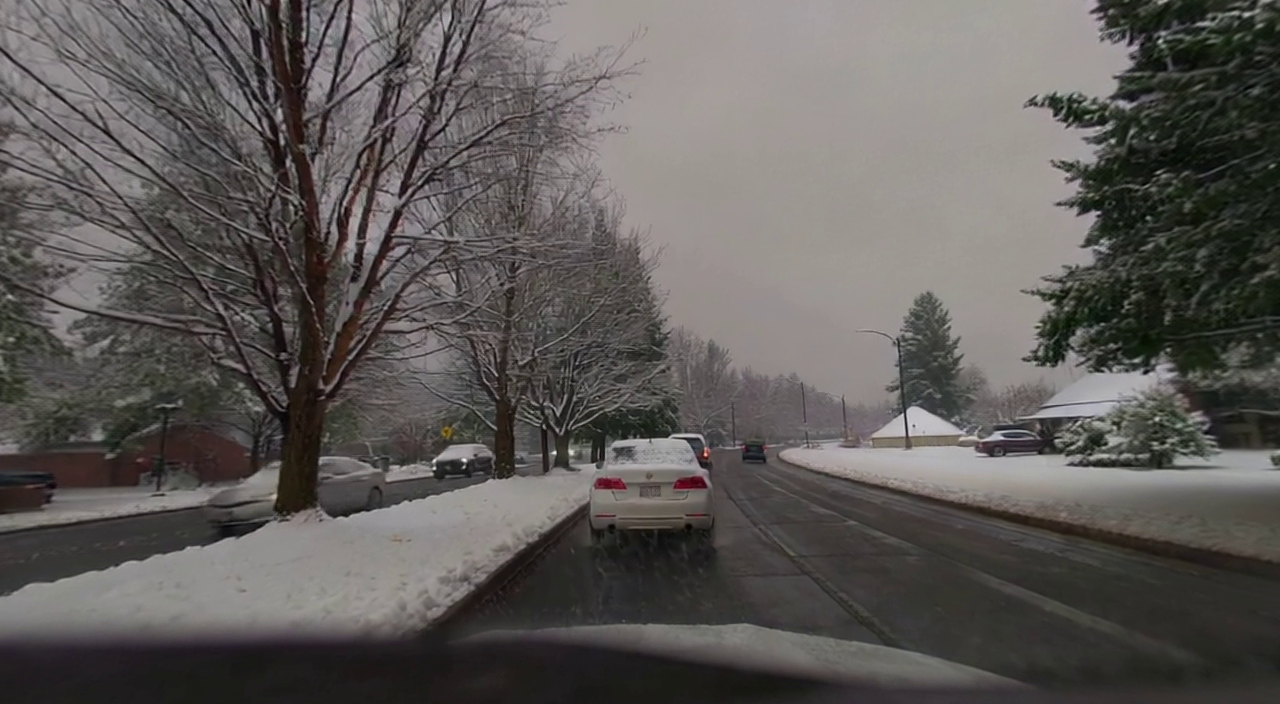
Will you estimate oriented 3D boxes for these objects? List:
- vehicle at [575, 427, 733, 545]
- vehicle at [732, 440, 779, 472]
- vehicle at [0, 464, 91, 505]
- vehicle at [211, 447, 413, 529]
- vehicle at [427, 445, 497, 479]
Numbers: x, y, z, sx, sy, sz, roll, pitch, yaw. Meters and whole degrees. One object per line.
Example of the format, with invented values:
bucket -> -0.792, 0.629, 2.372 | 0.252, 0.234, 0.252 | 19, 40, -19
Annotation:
vehicle -> 0.227, 2.134, 10.694 | 2.154, 1.585, 3.997 | -1, -8, 1
vehicle -> 5.727, 5.215, 31.818 | 1.984, 1.507, 4.359 | -1, -8, 6
vehicle -> -27.167, 5.810, 27.789 | 4.256, 1.633, 1.940 | -1, -8, 6
vehicle -> -6.914, 2.877, 13.976 | 1.929, 1.463, 4.405 | -1, -8, 3
vehicle -> -9.646, 5.984, 34.553 | 2.068, 1.688, 4.665 | -1, -8, 6
